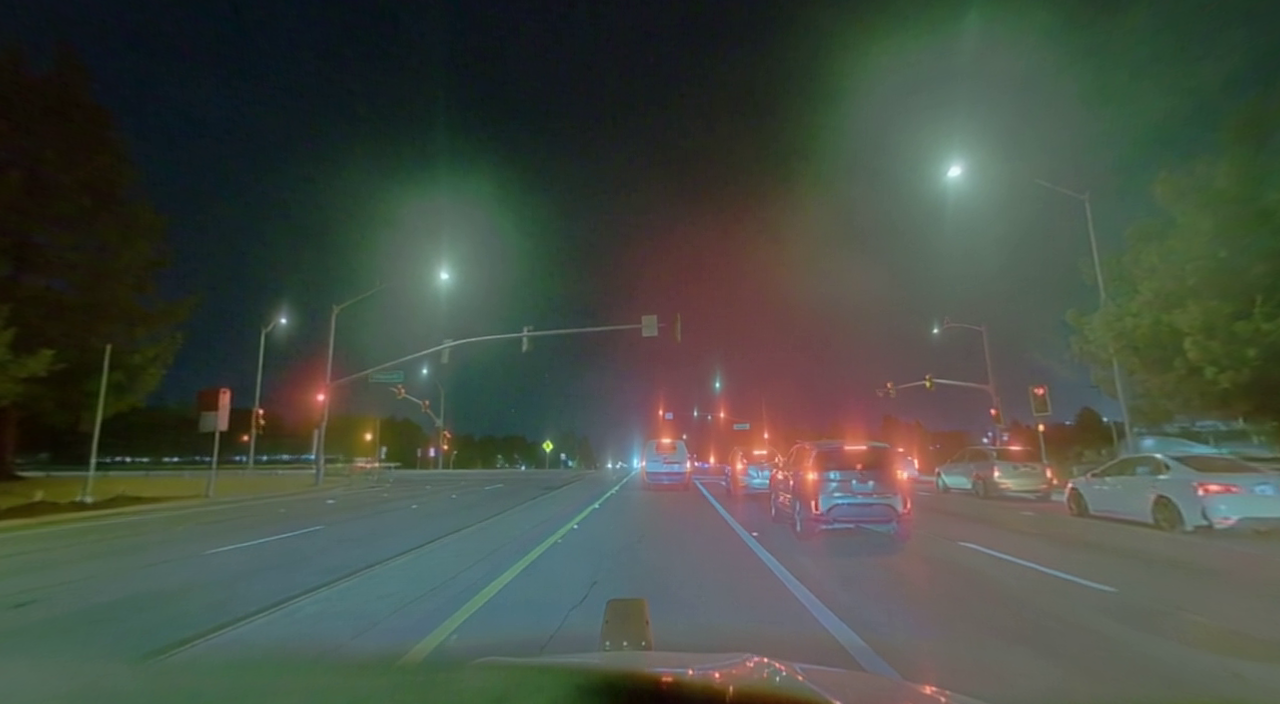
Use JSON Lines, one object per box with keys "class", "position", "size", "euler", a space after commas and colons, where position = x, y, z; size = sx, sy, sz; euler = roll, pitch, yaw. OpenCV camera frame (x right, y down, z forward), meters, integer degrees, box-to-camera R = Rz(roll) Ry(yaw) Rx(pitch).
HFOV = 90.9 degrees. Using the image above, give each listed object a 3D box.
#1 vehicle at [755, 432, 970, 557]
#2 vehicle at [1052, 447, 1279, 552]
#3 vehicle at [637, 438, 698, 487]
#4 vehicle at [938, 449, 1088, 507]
{"class": "vehicle", "position": [3.236, 2.139, 10.208], "size": [2.078, 1.578, 4.107], "euler": [0, -8, 2]}
{"class": "vehicle", "position": [9.546, 2.386, 10.971], "size": [1.884, 1.422, 4.262], "euler": [0, -8, 0]}
{"class": "vehicle", "position": [1.029, 4.426, 25.723], "size": [2.245, 1.800, 4.522], "euler": [0, -8, 0]}
{"class": "vehicle", "position": [10.789, 3.629, 18.677], "size": [1.842, 1.466, 4.379], "euler": [0, -8, 2]}
